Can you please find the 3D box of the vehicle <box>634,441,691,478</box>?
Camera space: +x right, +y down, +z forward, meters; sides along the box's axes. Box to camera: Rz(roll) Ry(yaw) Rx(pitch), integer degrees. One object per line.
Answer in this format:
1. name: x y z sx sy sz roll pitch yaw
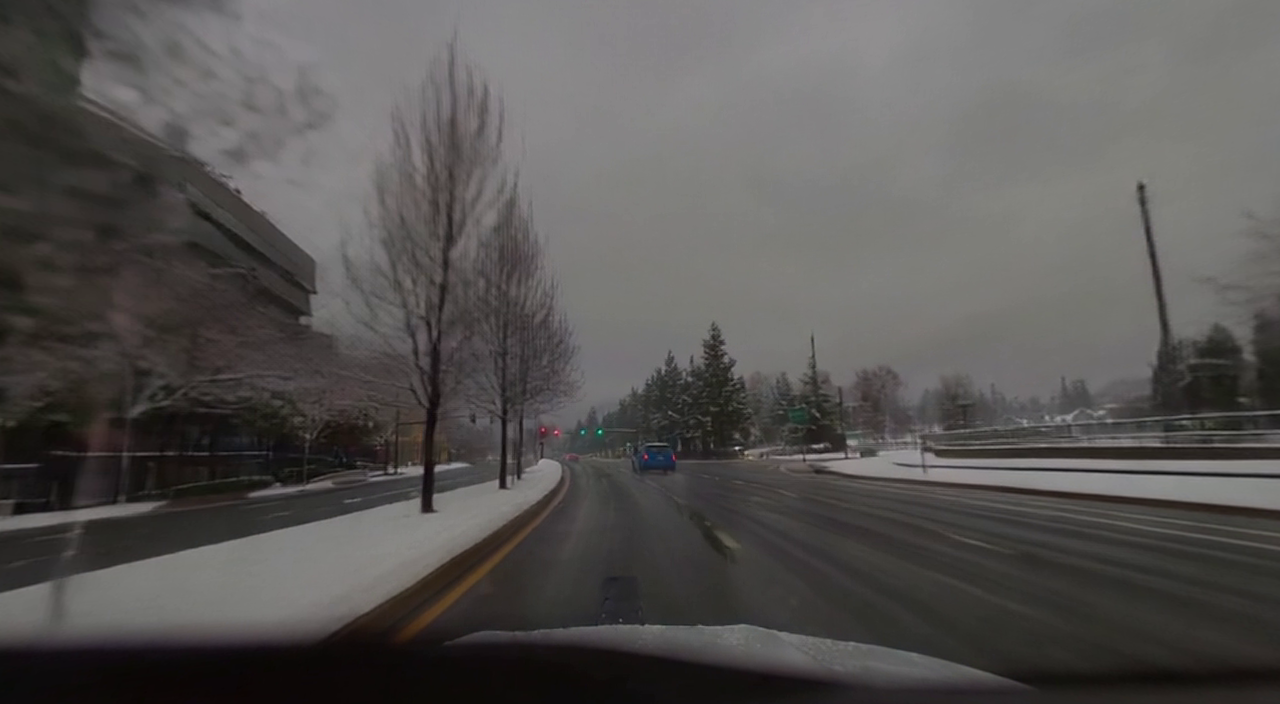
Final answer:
1. vehicle: 0.991 5.180 30.784 2.165 1.633 4.381 0 -9 -6
